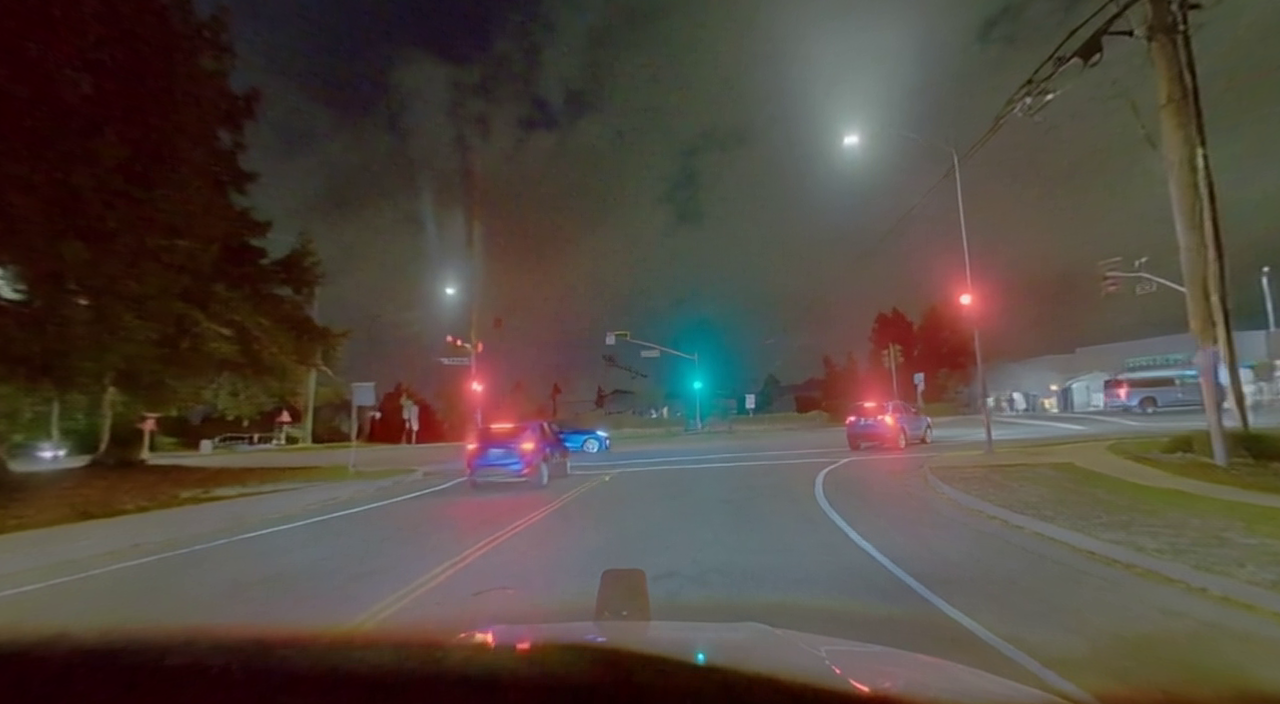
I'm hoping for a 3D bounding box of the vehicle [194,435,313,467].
[{"bbox_3d":[-19.056,4.899,31.218,4.610,1.476,2.021,-1,-9,5],"label":"vehicle"}]

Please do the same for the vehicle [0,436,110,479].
[{"bbox_3d":[-30.393,5.379,32.238,4.928,1.843,2.055,-3,-4,5],"label":"vehicle"}]

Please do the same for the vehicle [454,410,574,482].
[{"bbox_3d":[-3.305,2.631,17.603,1.928,1.726,4.704,-1,-9,6],"label":"vehicle"}]

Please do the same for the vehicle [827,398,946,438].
[{"bbox_3d":[11.083,3.023,28.659,4.636,1.668,1.935,-1,-9,7],"label":"vehicle"}]

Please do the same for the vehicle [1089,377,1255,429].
[{"bbox_3d":[22.841,2.272,27.272,4.950,2.022,2.221,-1,-9,5],"label":"vehicle"}]
